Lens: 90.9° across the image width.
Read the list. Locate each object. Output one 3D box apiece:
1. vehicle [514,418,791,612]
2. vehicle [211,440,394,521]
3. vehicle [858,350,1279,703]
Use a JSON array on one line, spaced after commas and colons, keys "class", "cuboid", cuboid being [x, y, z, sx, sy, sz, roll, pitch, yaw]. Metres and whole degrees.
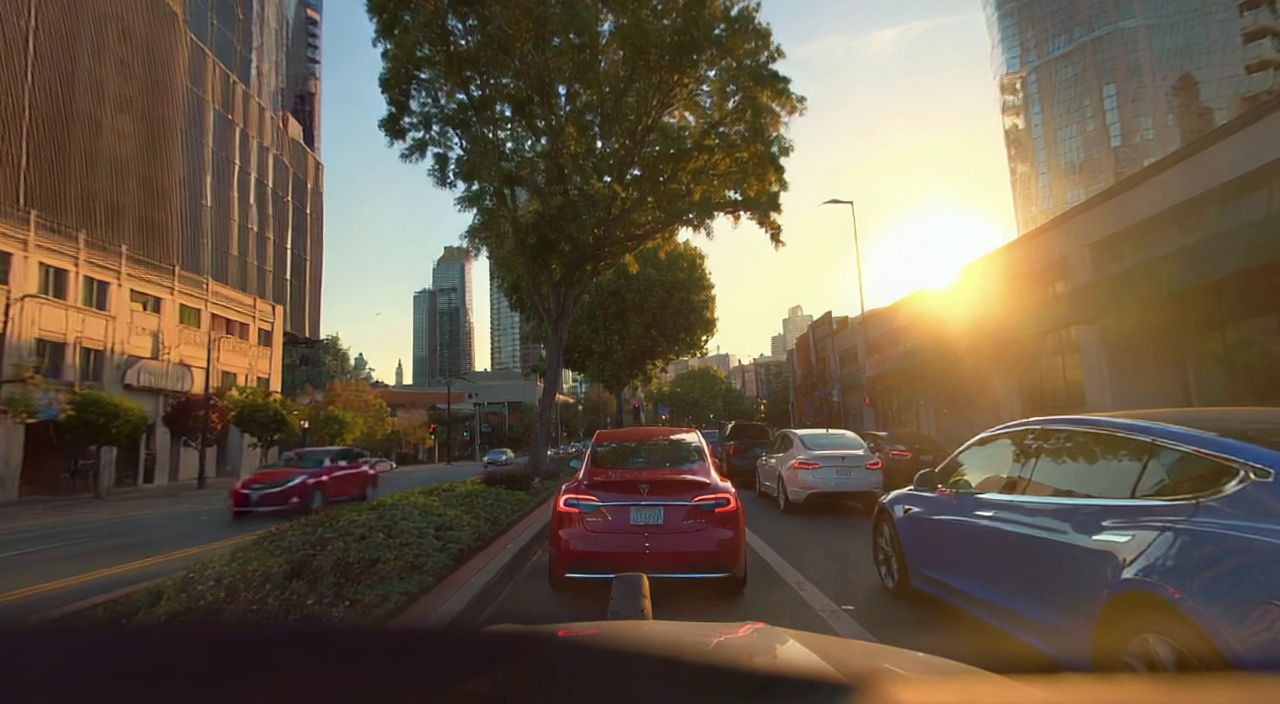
[{"class": "vehicle", "cuboid": [0.108, 1.555, 6.916, 2.137, 1.488, 3.938, 0, -8, 0]}, {"class": "vehicle", "cuboid": [-7.875, 2.995, 15.313, 1.999, 1.662, 4.291, 0, -8, 1]}, {"class": "vehicle", "cuboid": [3.194, 1.092, 3.966, 2.038, 1.651, 4.455, 0, -8, 0]}]
